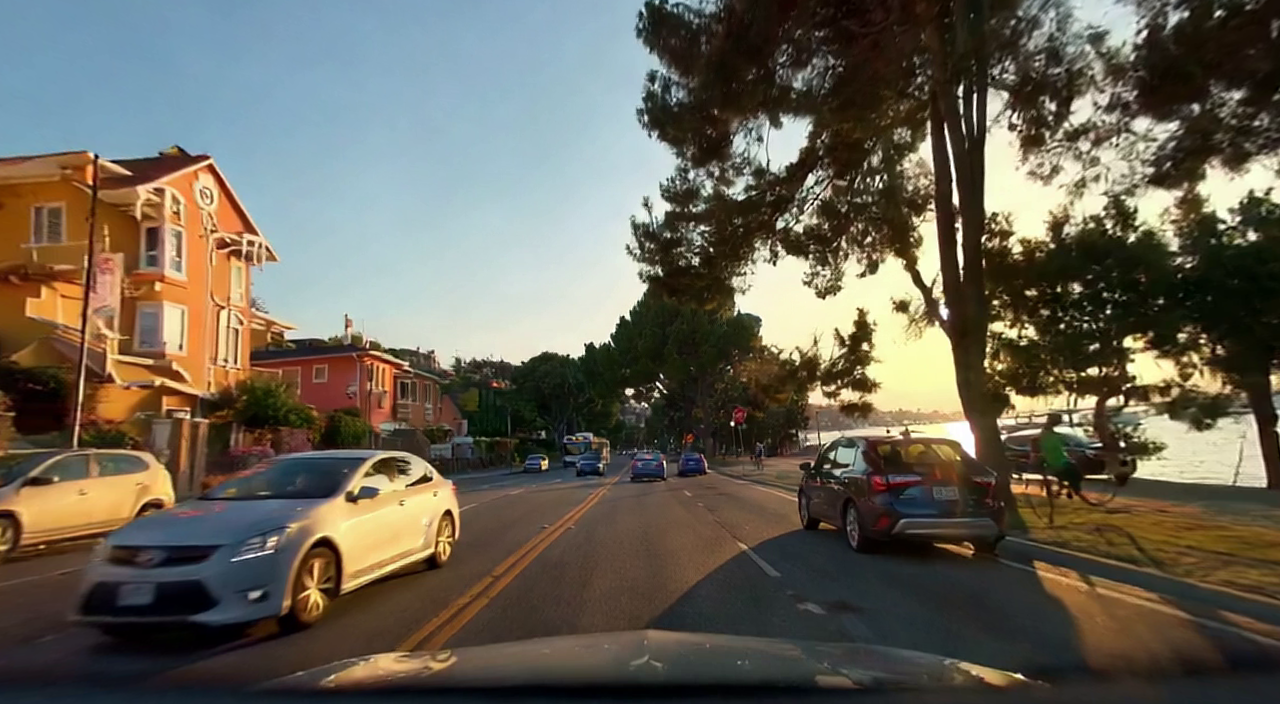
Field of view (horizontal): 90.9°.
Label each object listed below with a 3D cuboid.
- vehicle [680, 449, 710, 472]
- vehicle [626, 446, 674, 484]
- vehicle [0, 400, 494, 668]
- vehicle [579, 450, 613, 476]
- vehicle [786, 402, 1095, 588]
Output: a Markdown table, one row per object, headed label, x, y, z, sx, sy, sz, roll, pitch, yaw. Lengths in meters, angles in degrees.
| label | x | y | z | sx | sy | sz | roll | pitch | yaw |
| --- | --- | --- | --- | --- | --- | --- | --- | --- | --- |
| vehicle | 3.989 | 7.932 | 46.288 | 1.876 | 1.626 | 3.851 | 0 | -9 | -1 |
| vehicle | 0.449 | 5.325 | 30.032 | 2.132 | 1.632 | 3.838 | 0 | -9 | 0 |
| vehicle | -3.053 | 1.498 | 6.293 | 2.125 | 1.701 | 4.310 | -1 | -9 | 0 |
| vehicle | -2.945 | 7.443 | 42.556 | 1.893 | 1.583 | 4.107 | -1 | -9 | 1 |
| vehicle | 3.484 | 1.749 | 8.492 | 2.000 | 1.809 | 4.405 | -1 | -9 | 1 |
